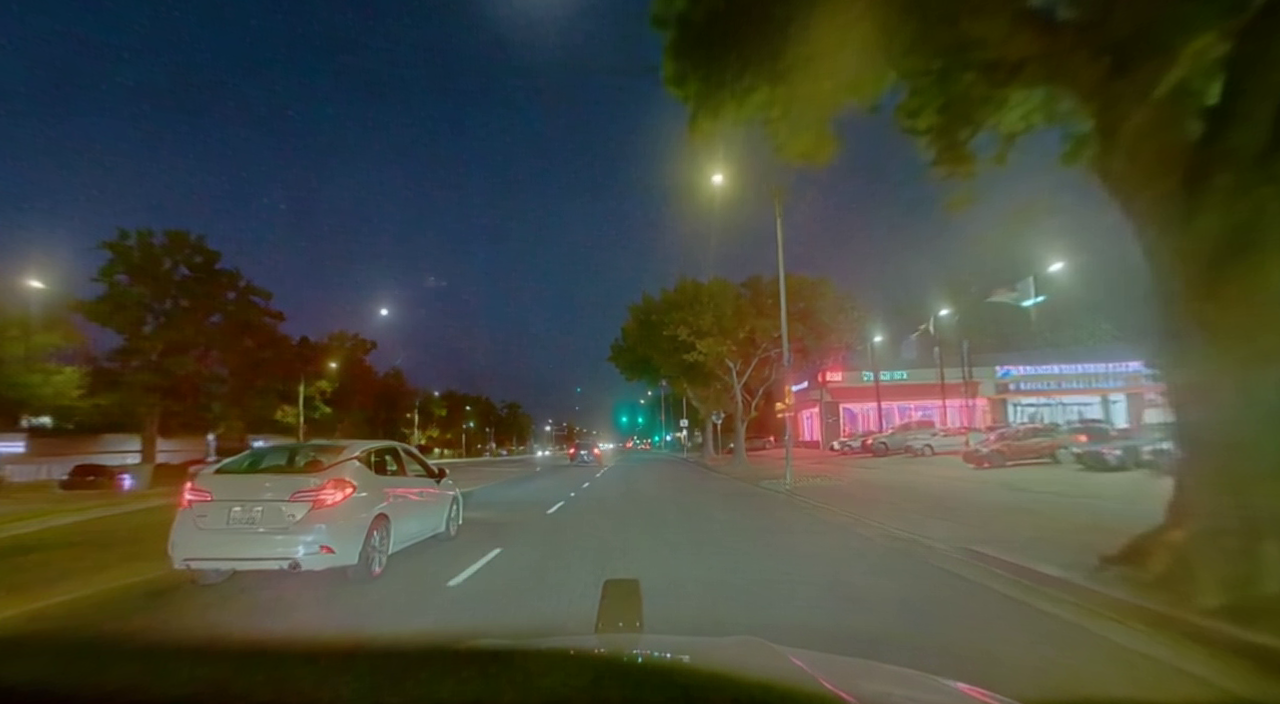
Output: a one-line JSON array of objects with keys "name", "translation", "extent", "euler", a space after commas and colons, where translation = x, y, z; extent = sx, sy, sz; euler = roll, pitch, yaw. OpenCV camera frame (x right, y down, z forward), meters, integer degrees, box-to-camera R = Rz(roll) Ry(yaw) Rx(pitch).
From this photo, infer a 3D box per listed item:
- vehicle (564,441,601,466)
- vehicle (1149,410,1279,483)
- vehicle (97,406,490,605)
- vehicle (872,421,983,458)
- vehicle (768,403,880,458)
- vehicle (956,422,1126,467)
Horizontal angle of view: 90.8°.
[{"name": "vehicle", "translation": [-3.526, 6.318, 39.360], "extent": [1.955, 1.461, 4.396], "euler": [0, -9, -1]}, {"name": "vehicle", "translation": [13.603, 1.989, 13.376], "extent": [4.161, 1.410, 1.744], "euler": [0, -9, -3]}, {"name": "vehicle", "translation": [-3.466, 1.636, 7.662], "extent": [2.126, 1.655, 4.560], "euler": [0, -9, 1]}, {"name": "vehicle", "translation": [13.327, 4.099, 29.482], "extent": [4.165, 1.650, 1.946], "euler": [0, -9, -2]}, {"name": "vehicle", "translation": [12.274, 5.301, 42.570], "extent": [6.427, 3.417, 2.845], "euler": [-2, -8, -2]}, {"name": "vehicle", "translation": [13.452, 3.136, 21.388], "extent": [4.470, 1.427, 1.872], "euler": [0, -9, -2]}]
